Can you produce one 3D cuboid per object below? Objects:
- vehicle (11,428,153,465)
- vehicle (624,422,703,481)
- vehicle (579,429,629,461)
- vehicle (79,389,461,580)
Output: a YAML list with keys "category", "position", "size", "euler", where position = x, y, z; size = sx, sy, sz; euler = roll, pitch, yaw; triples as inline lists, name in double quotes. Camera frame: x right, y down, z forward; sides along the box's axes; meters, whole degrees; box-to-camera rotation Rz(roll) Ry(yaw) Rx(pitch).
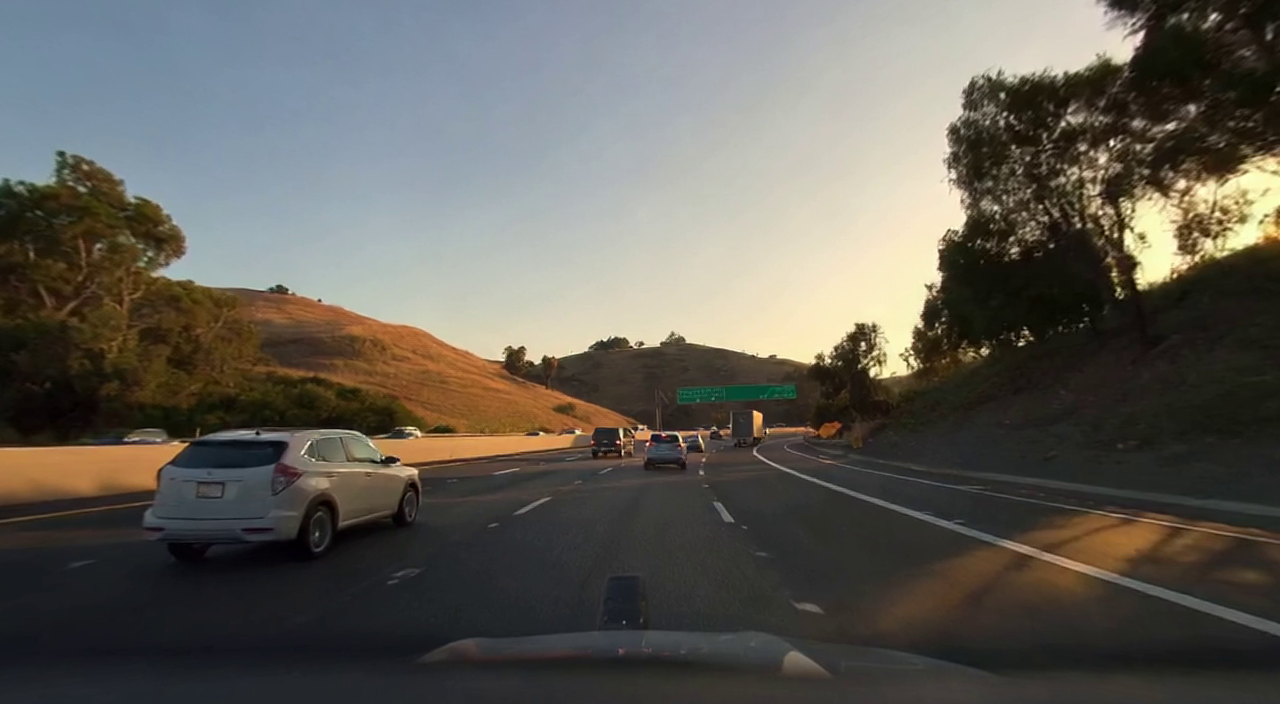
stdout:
- category: "vehicle"
  position: [-24.560, 4.185, 28.040]
  size: [2.032, 1.461, 4.512]
  euler: [-1, -8, 3]
- category: "vehicle"
  position: [0.861, 3.458, 22.107]
  size: [2.484, 1.820, 4.497]
  euler: [-1, -8, 3]
- category: "vehicle"
  position: [-1.974, 5.341, 36.146]
  size: [2.194, 1.702, 4.305]
  euler: [-1, -8, 6]
- category: "vehicle"
  position: [-3.992, 1.517, 7.982]
  size: [2.077, 1.712, 4.406]
  euler: [0, -8, 1]
